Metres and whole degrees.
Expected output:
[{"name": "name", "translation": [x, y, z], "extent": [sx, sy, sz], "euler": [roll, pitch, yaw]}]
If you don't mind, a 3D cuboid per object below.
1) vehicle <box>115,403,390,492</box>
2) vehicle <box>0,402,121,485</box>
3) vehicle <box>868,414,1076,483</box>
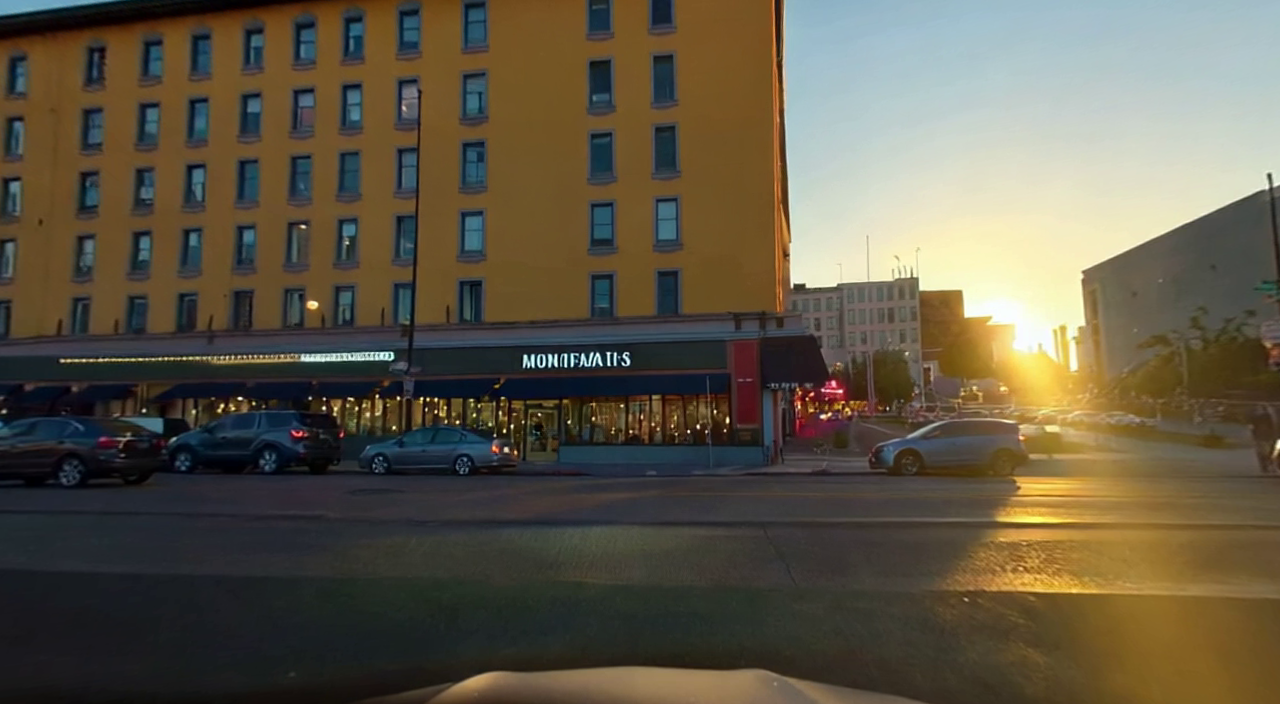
[{"name": "vehicle", "translation": [-7.258, 1.817, 11.985], "extent": [4.330, 1.458, 1.932], "euler": [-3, -9, 16]}, {"name": "vehicle", "translation": [-13.922, 1.912, 13.113], "extent": [4.597, 1.544, 2.158], "euler": [-1, -9, 7]}, {"name": "vehicle", "translation": [8.625, 2.563, 16.770], "extent": [4.410, 1.687, 1.834], "euler": [-1, -9, 5]}]
